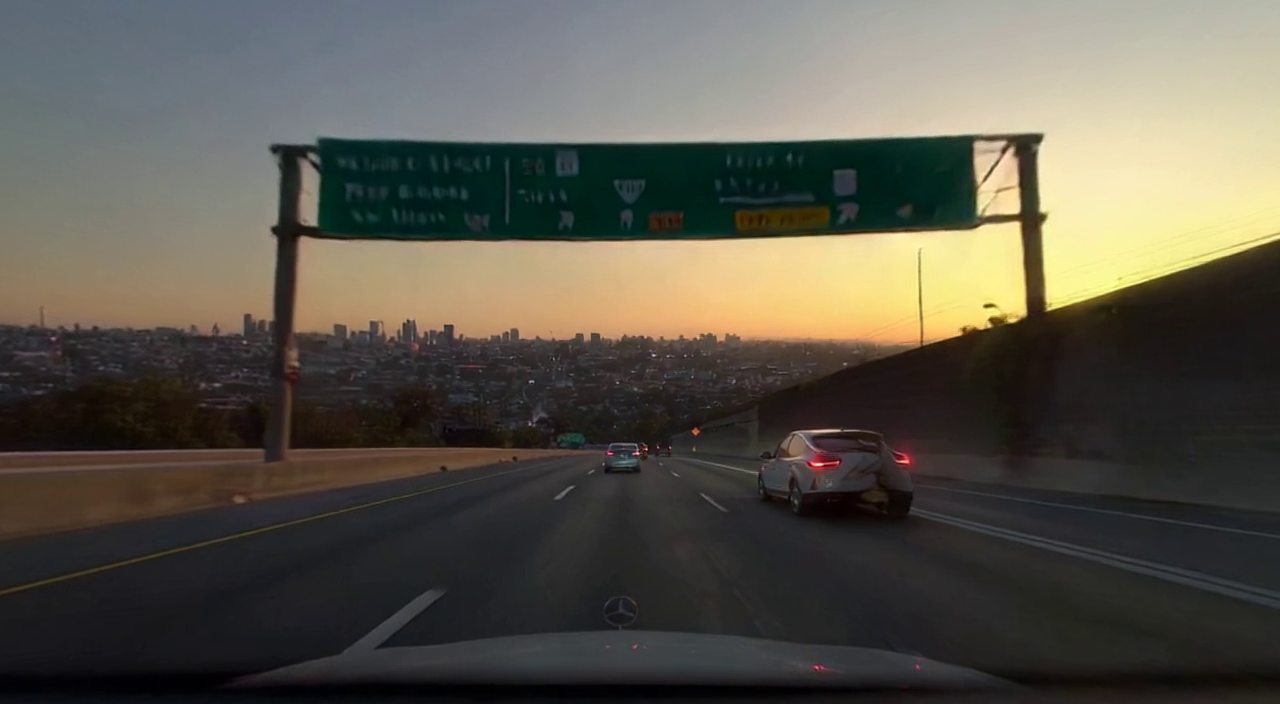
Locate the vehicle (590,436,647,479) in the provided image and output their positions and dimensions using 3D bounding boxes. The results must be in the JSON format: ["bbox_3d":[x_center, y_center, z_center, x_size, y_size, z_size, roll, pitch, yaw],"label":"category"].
[{"bbox_3d":[-0.830,4.277,25.759,2.147,1.576,3.964,0,-8,-1],"label":"vehicle"}]
